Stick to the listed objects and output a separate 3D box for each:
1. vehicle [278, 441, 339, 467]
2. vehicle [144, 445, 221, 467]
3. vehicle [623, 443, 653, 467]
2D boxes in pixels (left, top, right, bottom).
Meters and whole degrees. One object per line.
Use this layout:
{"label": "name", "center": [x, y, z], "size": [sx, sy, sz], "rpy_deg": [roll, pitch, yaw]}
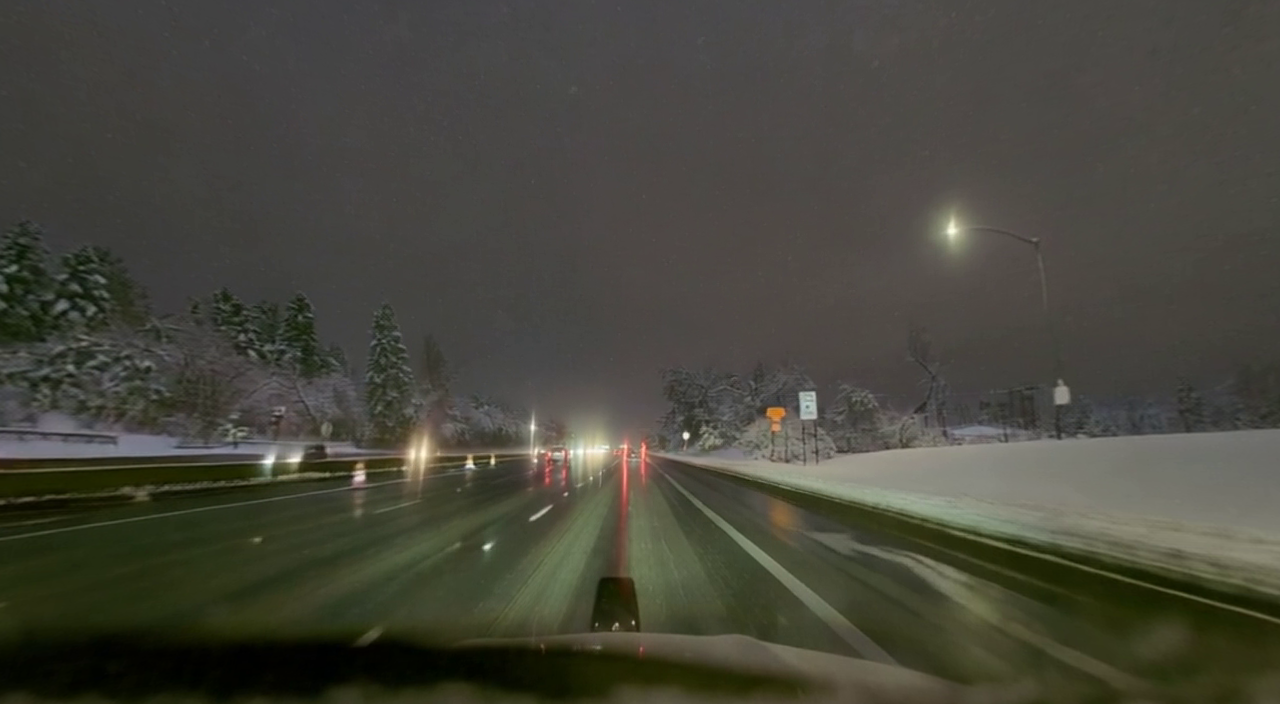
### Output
{"label": "vehicle", "center": [-23.951, 7.380, 45.812], "size": [1.941, 1.705, 4.395], "rpy_deg": [0, -9, 1]}
{"label": "vehicle", "center": [-31.282, 7.124, 43.370], "size": [1.946, 1.444, 4.536], "rpy_deg": [0, -9, -1]}
{"label": "vehicle", "center": [-0.150, 7.608, 46.733], "size": [2.109, 1.638, 3.856], "rpy_deg": [0, -9, 0]}
